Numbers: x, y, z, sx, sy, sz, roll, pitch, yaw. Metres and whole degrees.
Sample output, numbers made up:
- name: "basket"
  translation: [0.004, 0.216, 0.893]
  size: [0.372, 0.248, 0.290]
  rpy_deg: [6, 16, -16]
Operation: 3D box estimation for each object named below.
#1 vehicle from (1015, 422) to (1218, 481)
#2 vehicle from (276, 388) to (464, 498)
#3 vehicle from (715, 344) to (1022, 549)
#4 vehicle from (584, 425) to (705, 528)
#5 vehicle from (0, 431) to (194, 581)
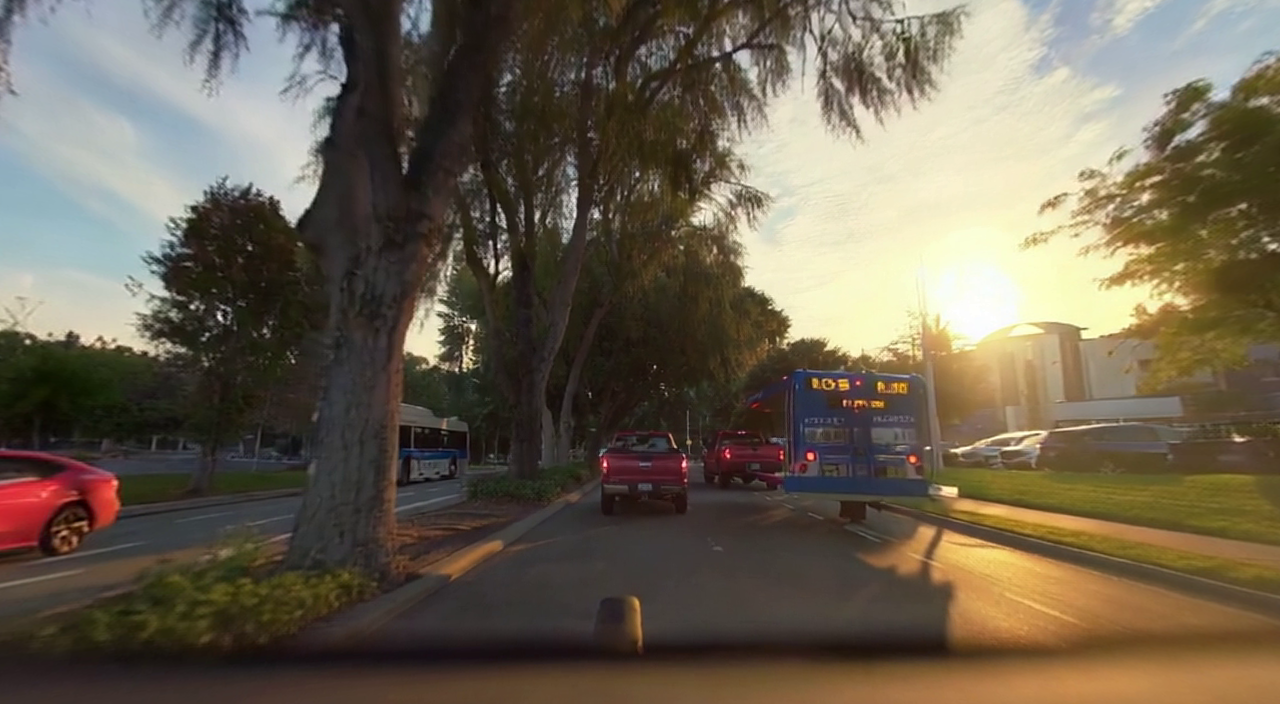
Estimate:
- name: "vehicle"
  translation: [14.456, 3.053, 19.401]
  size: [4.452, 1.554, 2.158]
  rpy_deg: [-2, -9, -1]
- name: "vehicle"
  translation: [-11.672, 4.260, 29.580]
  size: [2.996, 4.022, 12.692]
  rpy_deg: [0, -8, 1]
- name: "vehicle"
  translation: [4.020, 2.156, 14.727]
  size: [3.088, 3.057, 10.503]
  rpy_deg: [0, -8, -1]
- name: "vehicle"
  translation: [0.050, 2.648, 14.178]
  size: [2.157, 1.816, 5.804]
  rpy_deg: [0, -8, -1]
- name: "vehicle"
  translation: [-8.476, 1.909, 8.125]
  size: [2.028, 1.728, 4.630]
  rpy_deg: [0, -8, 1]
